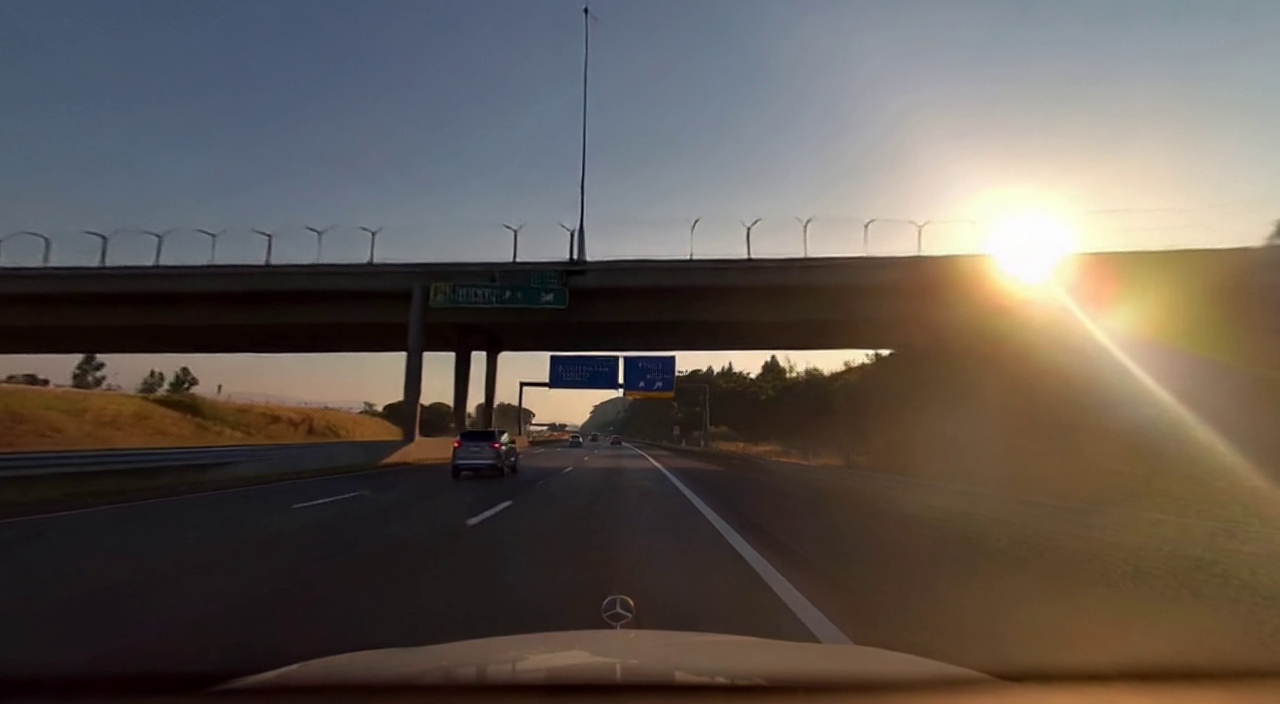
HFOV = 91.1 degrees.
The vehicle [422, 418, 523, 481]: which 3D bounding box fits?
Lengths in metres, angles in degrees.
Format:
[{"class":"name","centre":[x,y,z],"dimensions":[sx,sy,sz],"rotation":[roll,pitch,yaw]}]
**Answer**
[{"class":"vehicle","centre":[-4.992,2.955,19.325],"dimensions":[2.007,1.727,4.040],"rotation":[0,-8,0]}]
